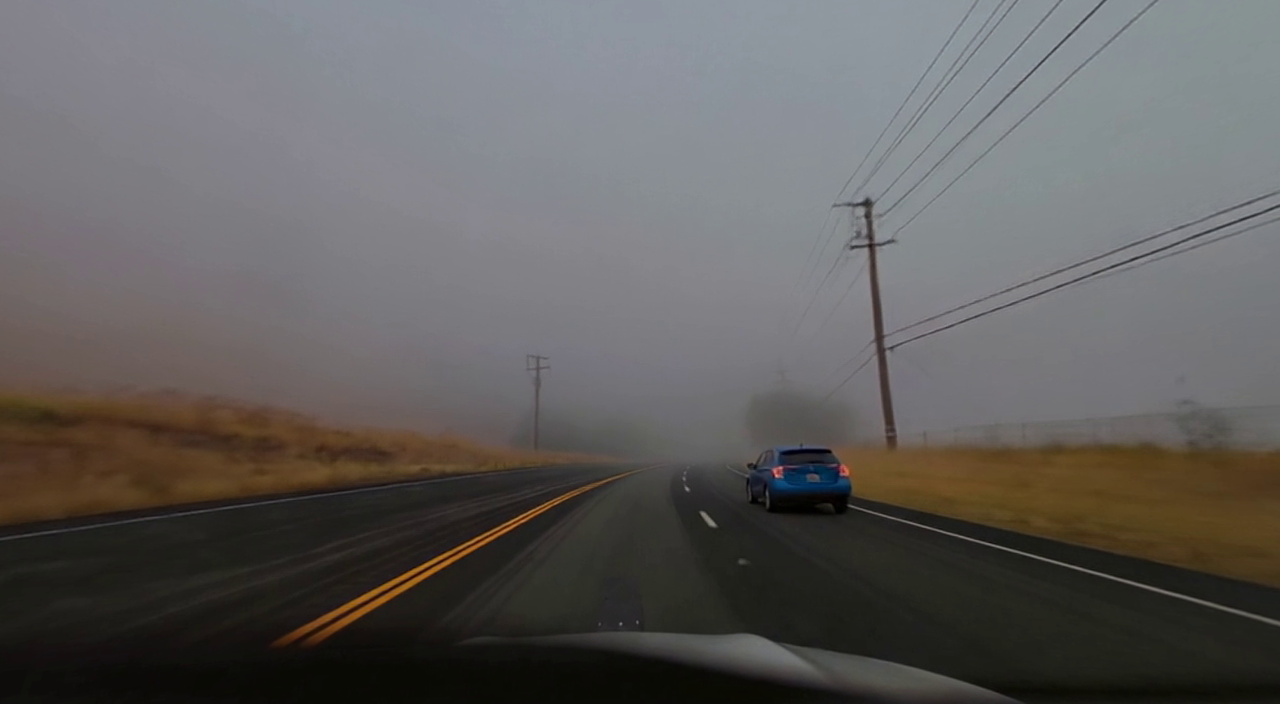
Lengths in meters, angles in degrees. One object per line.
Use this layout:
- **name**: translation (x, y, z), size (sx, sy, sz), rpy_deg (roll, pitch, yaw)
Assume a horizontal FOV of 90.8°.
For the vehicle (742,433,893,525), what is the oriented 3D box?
- **vehicle**: translation (3.679, 2.715, 14.019), size (2.135, 1.692, 4.185), rpy_deg (0, -9, 0)
